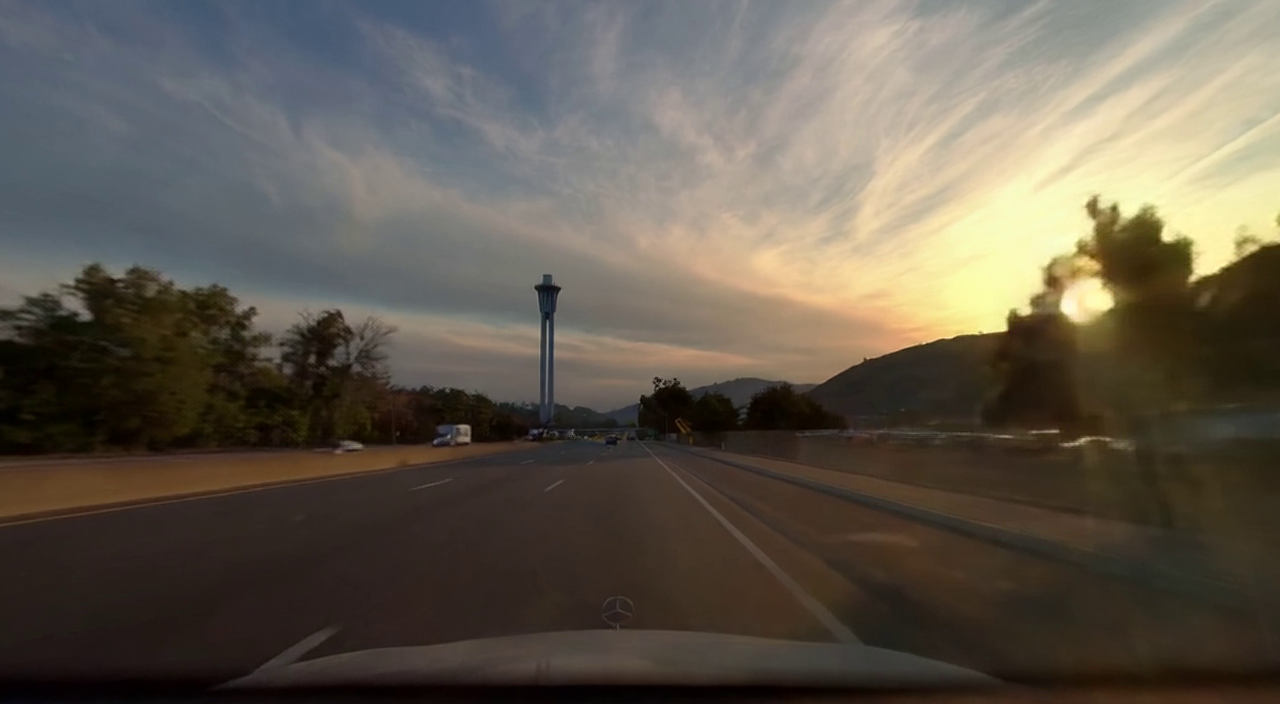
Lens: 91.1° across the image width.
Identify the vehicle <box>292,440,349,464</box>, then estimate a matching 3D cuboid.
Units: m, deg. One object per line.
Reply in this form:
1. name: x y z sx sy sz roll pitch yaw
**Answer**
1. vehicle: -20.900 6.518 41.252 1.743 1.499 3.723 0 -8 0
